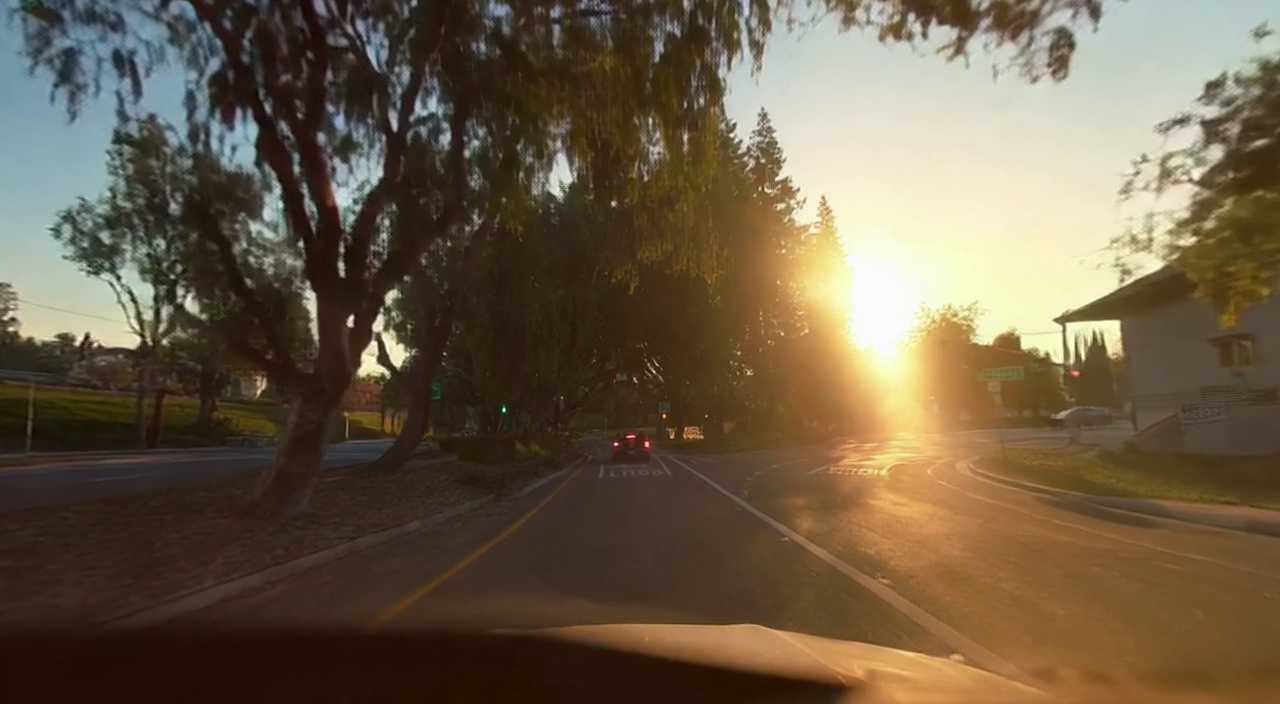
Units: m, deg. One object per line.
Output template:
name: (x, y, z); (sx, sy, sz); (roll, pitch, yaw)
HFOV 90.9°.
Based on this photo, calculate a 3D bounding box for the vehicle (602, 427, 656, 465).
vehicle: (-0.453, 3.918, 26.394); (2.056, 1.473, 4.380); (0, -8, -1)
